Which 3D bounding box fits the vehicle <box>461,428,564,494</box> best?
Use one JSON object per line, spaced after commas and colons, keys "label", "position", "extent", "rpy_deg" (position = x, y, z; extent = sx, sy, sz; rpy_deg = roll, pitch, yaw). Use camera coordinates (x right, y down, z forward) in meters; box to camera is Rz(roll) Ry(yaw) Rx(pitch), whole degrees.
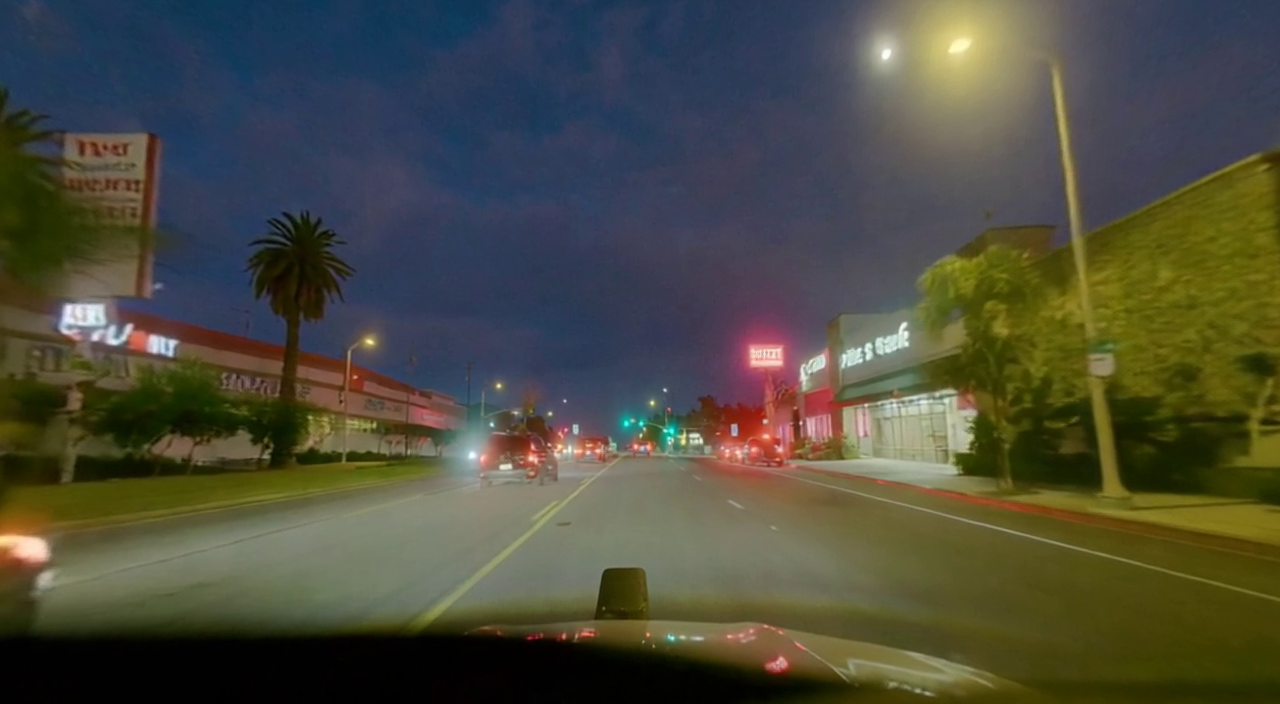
{"label": "vehicle", "position": [-3.474, 3.077, 18.036], "extent": [2.024, 1.636, 4.121], "rpy_deg": [0, -9, 1]}

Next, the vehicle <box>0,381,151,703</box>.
{"label": "vehicle", "position": [-3.598, 0.648, 1.012], "extent": [2.032, 1.511, 4.424], "rpy_deg": [0, -9, 0]}

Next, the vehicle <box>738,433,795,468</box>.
{"label": "vehicle", "position": [7.593, 5.995, 38.537], "extent": [2.256, 1.936, 5.838], "rpy_deg": [0, -9, 0]}

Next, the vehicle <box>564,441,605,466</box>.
{"label": "vehicle", "position": [-3.342, 6.227, 38.831], "extent": [2.044, 1.462, 4.624], "rpy_deg": [0, -9, 1]}
